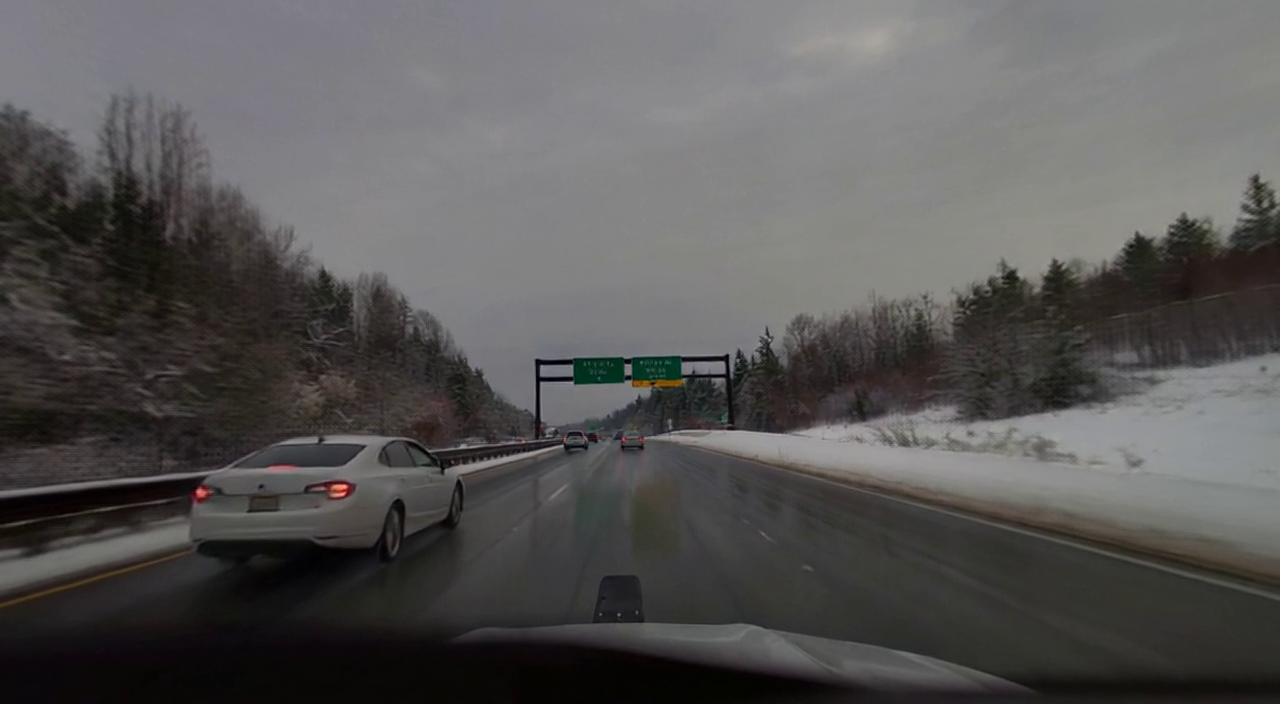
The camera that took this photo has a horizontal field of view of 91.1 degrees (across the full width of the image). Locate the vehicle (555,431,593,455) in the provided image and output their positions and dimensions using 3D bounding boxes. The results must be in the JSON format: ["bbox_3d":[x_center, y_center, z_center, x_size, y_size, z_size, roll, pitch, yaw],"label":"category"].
[{"bbox_3d":[-4.344,6.023,41.733,2.071,1.524,4.398,0,-8,0],"label":"vehicle"}]

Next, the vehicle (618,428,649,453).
[{"bbox_3d":[-0.483,6.170,43.841,2.054,1.609,3.859,0,-8,-1],"label":"vehicle"}]

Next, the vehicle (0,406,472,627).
[{"bbox_3d":[-3.417,1.450,6.701,1.989,1.497,4.645,0,-8,0],"label":"vehicle"}]
